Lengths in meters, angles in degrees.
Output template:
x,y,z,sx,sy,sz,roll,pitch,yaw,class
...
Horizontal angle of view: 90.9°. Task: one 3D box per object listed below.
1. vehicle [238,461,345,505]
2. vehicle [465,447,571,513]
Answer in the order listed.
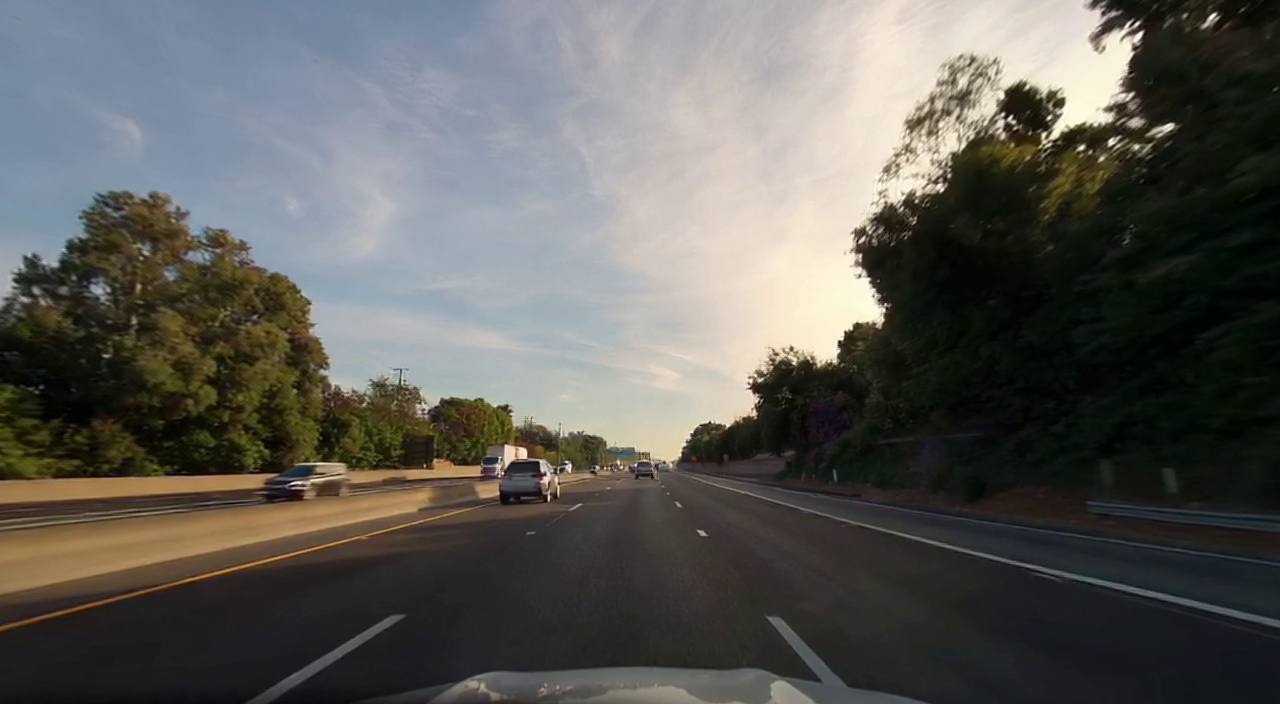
x,y,z,sx,sy,sz,roll,pitch,yaw,class
-13.105,4.942,23.983,1.835,1.464,3.801,1,-11,1,vehicle
-3.687,4.038,20.114,2.233,1.791,4.981,1,-10,1,vehicle
